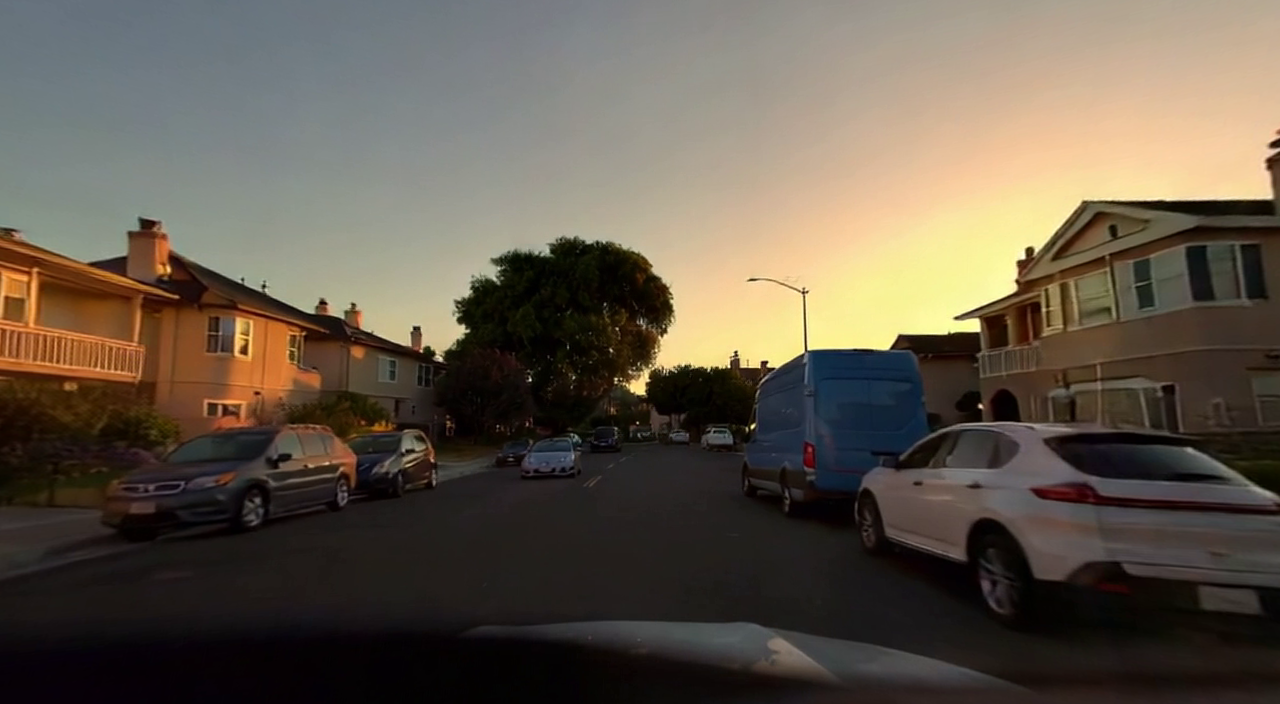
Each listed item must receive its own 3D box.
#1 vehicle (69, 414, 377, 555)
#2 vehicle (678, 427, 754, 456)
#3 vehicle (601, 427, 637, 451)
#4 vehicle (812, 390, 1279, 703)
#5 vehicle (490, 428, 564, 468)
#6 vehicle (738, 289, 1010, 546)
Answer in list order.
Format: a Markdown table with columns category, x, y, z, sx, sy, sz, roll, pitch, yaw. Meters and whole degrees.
| category | x | y | z | sx | sy | sz | roll | pitch | yaw |
| --- | --- | --- | --- | --- | --- | --- | --- | --- | --- |
| vehicle | -5.653 | 1.739 | 9.218 | 1.834 | 1.532 | 3.628 | 3 | -6 | 3 |
| vehicle | 4.725 | 5.574 | 39.226 | 4.317 | 1.453 | 1.889 | 0 | -8 | -29 |
| vehicle | -1.569 | 6.747 | 49.120 | 1.953 | 1.550 | 4.142 | -5 | -7 | 8 |
| vehicle | 2.984 | 1.228 | 5.239 | 1.955 | 1.500 | 4.410 | 0 | -8 | 1 |
| vehicle | -4.571 | 3.950 | 26.100 | 1.941 | 1.515 | 3.995 | -1 | -8 | 6 |
| vehicle | 3.296 | 1.183 | 10.835 | 2.317 | 3.096 | 6.383 | 0 | -8 | 2 |
